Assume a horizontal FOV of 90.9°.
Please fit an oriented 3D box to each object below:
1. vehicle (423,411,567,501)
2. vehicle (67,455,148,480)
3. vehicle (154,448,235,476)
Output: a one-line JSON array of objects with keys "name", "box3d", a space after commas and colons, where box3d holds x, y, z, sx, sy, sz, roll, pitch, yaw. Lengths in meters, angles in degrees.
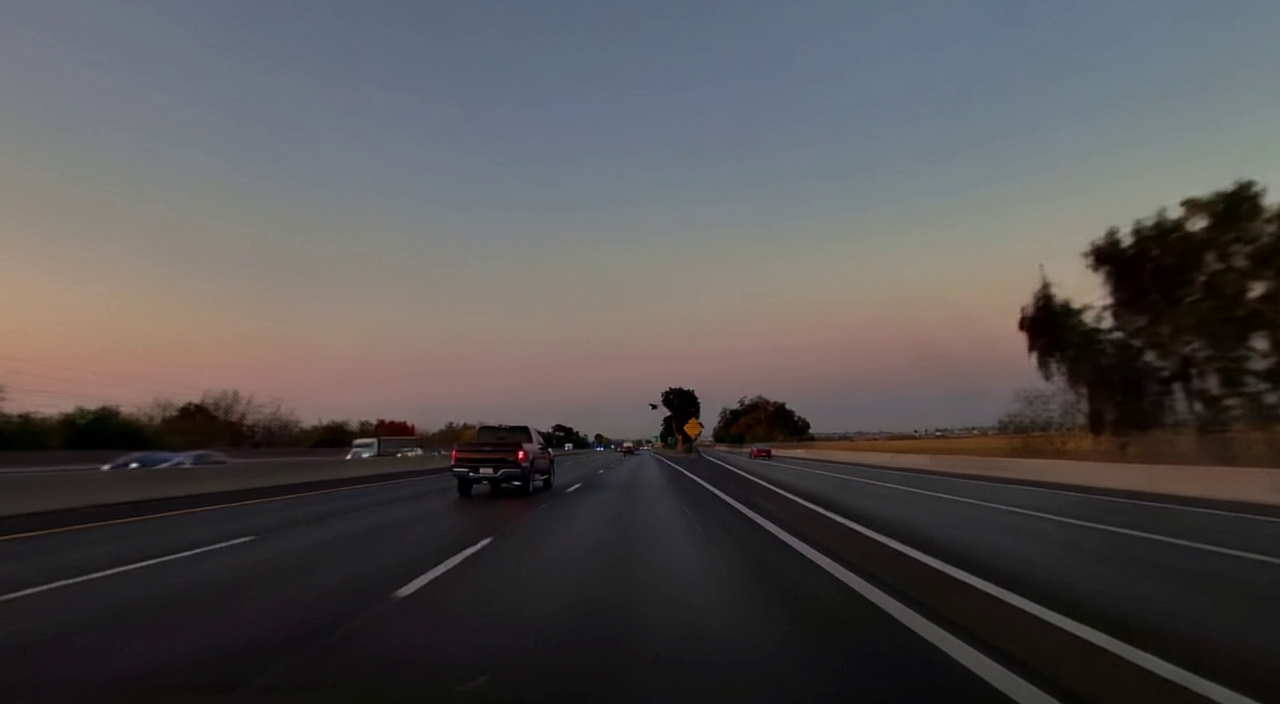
[{"name": "vehicle", "box3d": [-3.748, 2.881, 17.871, 2.601, 2.084, 6.068, 0, -8, 1]}, {"name": "vehicle", "box3d": [-39.692, 8.586, 47.140, 2.012, 1.686, 4.608, 0, -8, -1]}, {"name": "vehicle", "box3d": [-29.561, 7.287, 42.077, 1.954, 1.704, 4.656, 0, -8, 0]}]
